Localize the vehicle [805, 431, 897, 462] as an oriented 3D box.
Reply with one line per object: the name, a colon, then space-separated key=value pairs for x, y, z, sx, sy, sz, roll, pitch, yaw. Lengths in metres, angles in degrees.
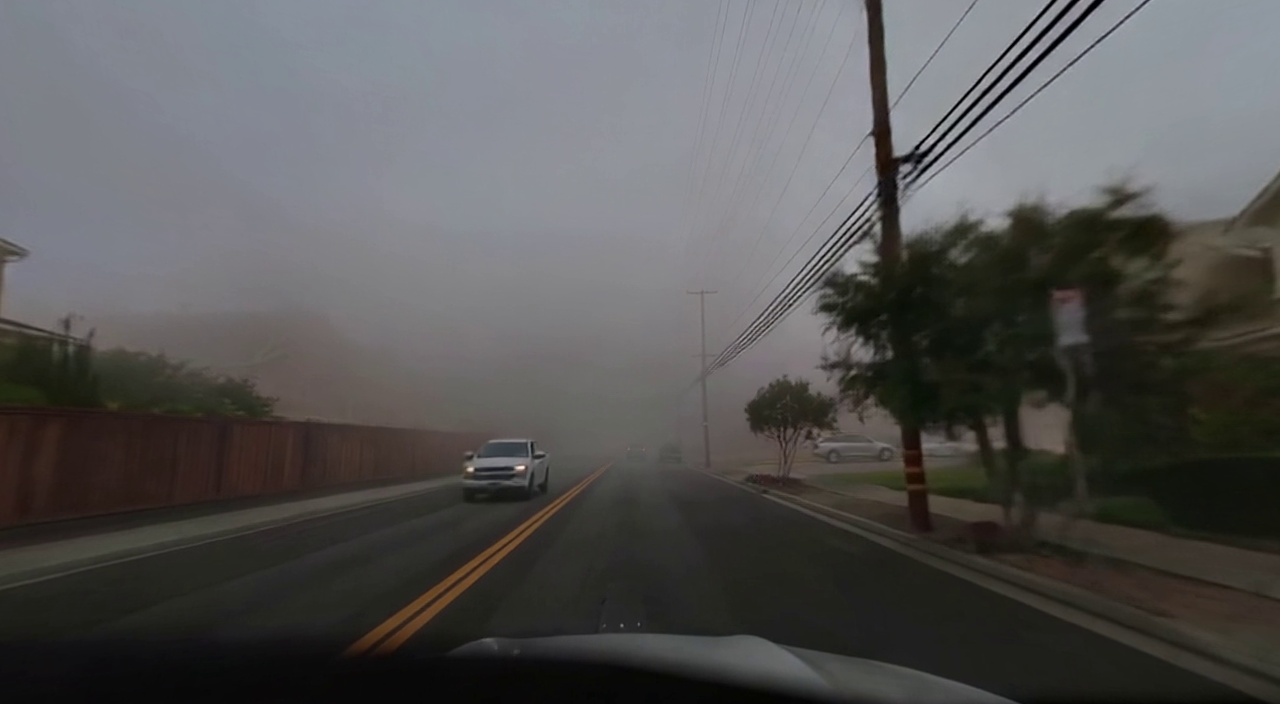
vehicle: x=12.517 y=5.656 z=37.748 sx=4.701 sy=1.745 sz=2.083 roll=-1 pitch=-9 yaw=2

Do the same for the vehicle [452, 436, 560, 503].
vehicle: x=-3.663 y=3.295 z=18.170 sx=2.146 sy=1.657 sz=4.351 roll=0 pitch=-9 yaw=0

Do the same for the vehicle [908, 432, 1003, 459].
vehicle: x=18.794 y=5.625 z=37.831 sx=4.558 sy=1.554 sz=1.990 roll=0 pitch=-9 yaw=4
